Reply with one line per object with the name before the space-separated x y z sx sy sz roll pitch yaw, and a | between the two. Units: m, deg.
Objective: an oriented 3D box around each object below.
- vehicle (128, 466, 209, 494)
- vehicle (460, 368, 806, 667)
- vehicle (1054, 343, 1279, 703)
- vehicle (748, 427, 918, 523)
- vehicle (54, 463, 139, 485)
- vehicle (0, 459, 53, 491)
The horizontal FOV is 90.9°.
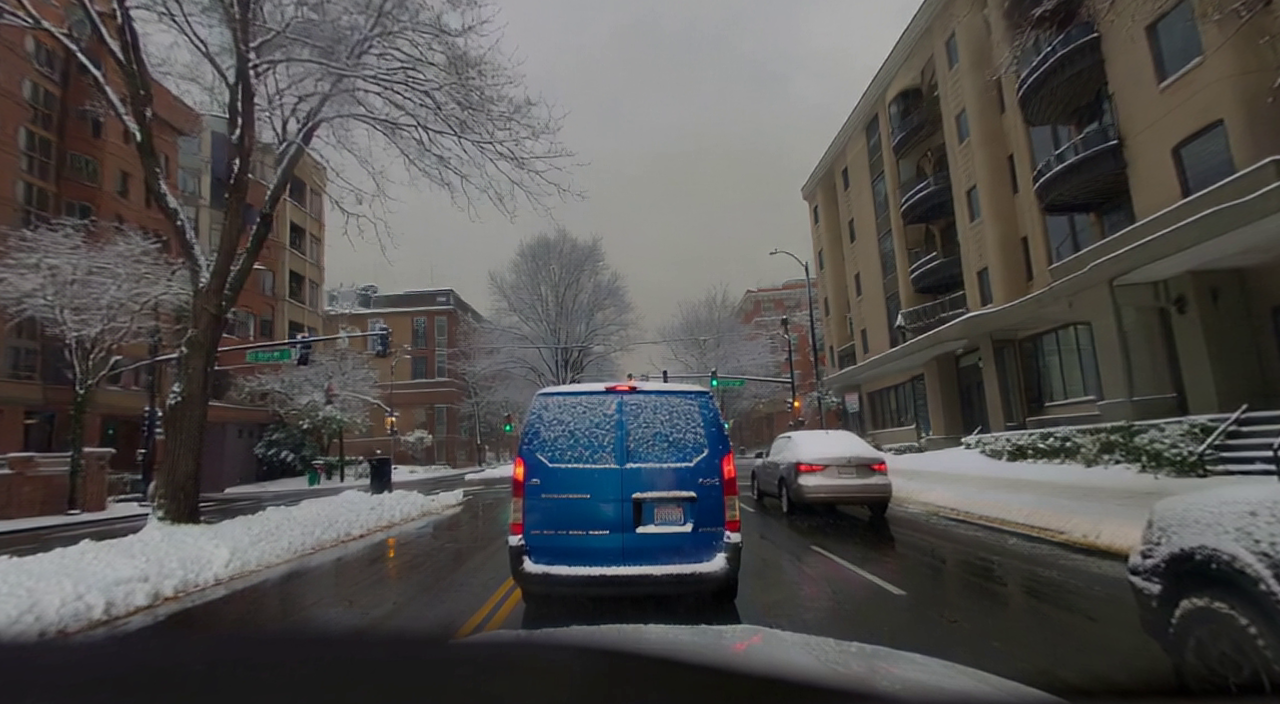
vehicle | -33.219 9.058 44.530 4.292 1.492 1.772 -6 -14 -1
vehicle | -0.031 1.331 6.079 2.101 1.828 4.270 0 -9 0
vehicle | 3.803 0.738 2.003 2.157 1.748 4.130 0 -9 1
vehicle | 3.868 2.564 13.714 2.061 1.676 4.734 0 -9 -2
vehicle | -38.430 8.639 44.653 4.396 1.458 1.809 -1 -9 2
vehicle | -35.499 6.847 35.176 3.843 1.680 1.782 -1 -9 6
